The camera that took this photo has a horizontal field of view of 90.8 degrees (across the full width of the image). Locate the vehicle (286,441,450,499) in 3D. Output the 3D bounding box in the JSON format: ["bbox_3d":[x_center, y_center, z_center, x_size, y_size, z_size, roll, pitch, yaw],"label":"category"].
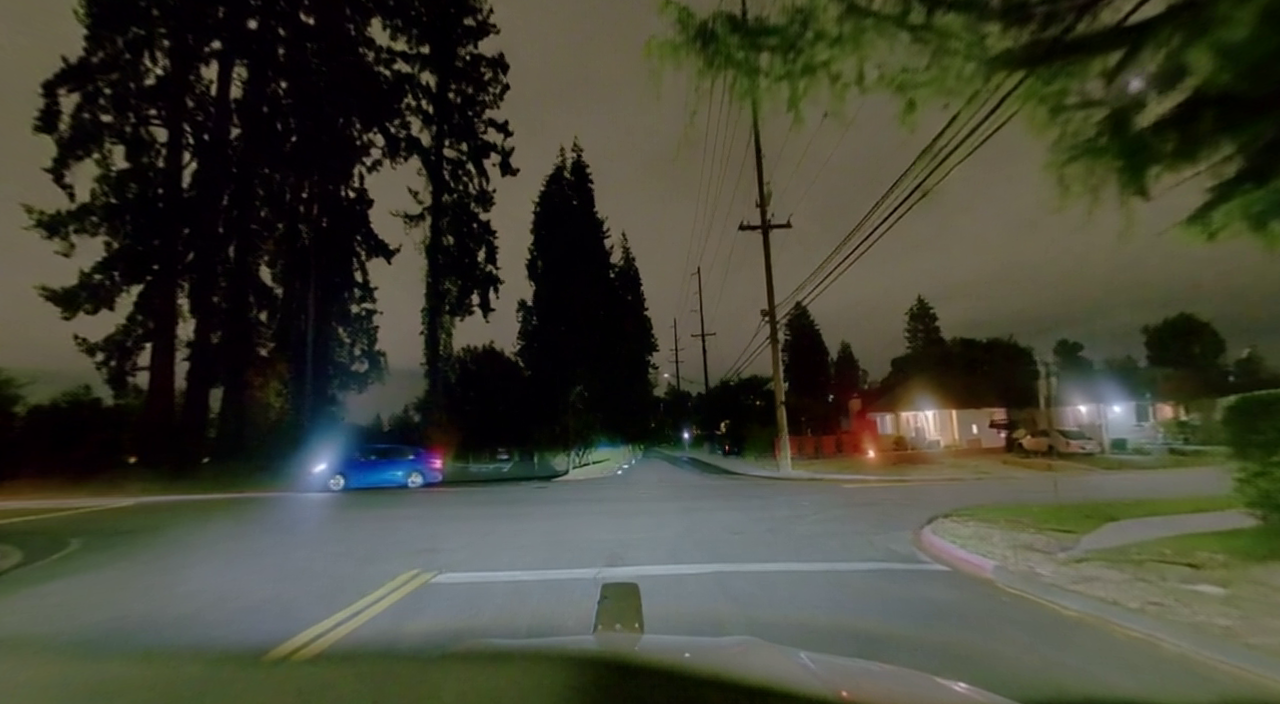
[{"bbox_3d":[-8.655,3.727,20.481,1.988,1.596,4.396,-7,-10,37],"label":"vehicle"}]

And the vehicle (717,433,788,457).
[{"bbox_3d":[8.215,6.837,46.437,4.784,1.647,1.947,0,-8,-4],"label":"vehicle"}]
